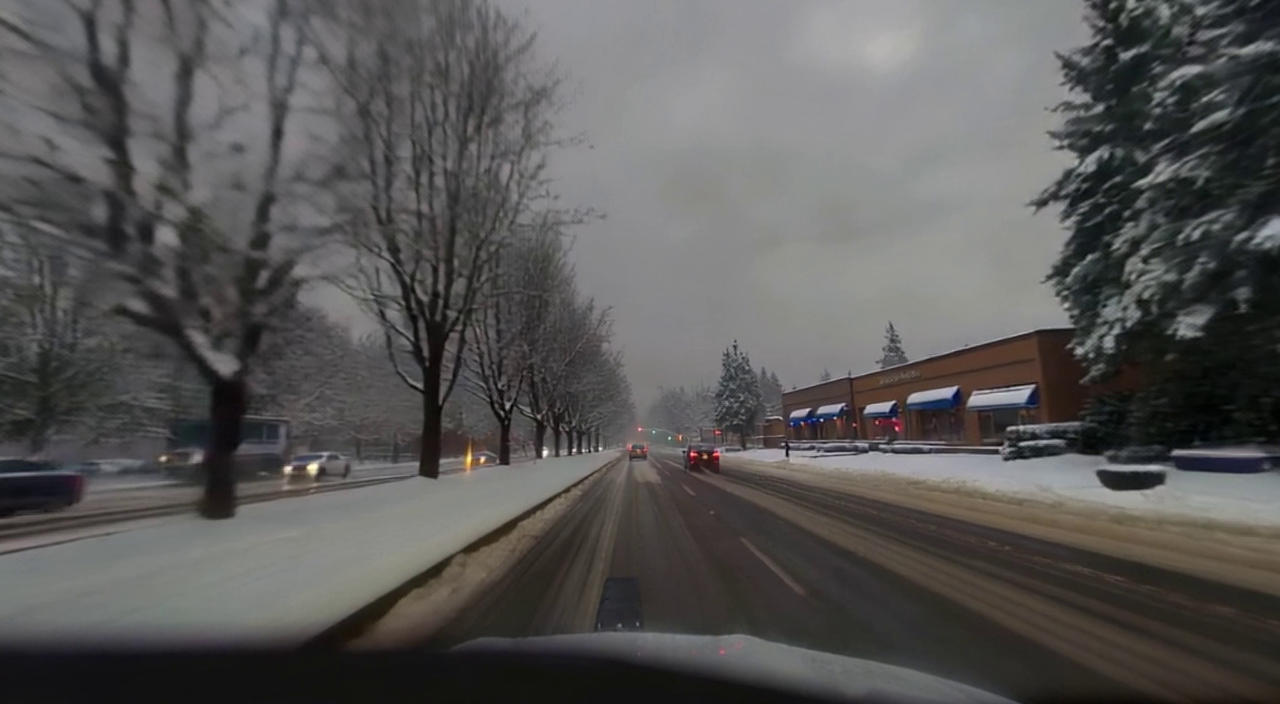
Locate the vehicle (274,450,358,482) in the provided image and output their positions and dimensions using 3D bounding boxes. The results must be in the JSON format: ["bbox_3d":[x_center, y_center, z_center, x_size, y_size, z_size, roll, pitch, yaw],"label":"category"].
[{"bbox_3d":[-16.310,5.750,32.070,1.989,1.466,4.349,0,-9,0],"label":"vehicle"}]

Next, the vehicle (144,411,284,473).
[{"bbox_3d":[-27.822,6.009,42.030,2.804,3.714,8.815,0,-9,2],"label":"vehicle"}]

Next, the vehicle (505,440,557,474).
[{"bbox_3d":[-5.623,5.494,33.212,2.100,1.639,4.268,0,-9,-2],"label":"vehicle"}]

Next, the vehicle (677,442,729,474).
[{"bbox_3d":[3.116,5.328,32.076,1.983,1.482,4.463,0,-9,-2],"label":"vehicle"}]
